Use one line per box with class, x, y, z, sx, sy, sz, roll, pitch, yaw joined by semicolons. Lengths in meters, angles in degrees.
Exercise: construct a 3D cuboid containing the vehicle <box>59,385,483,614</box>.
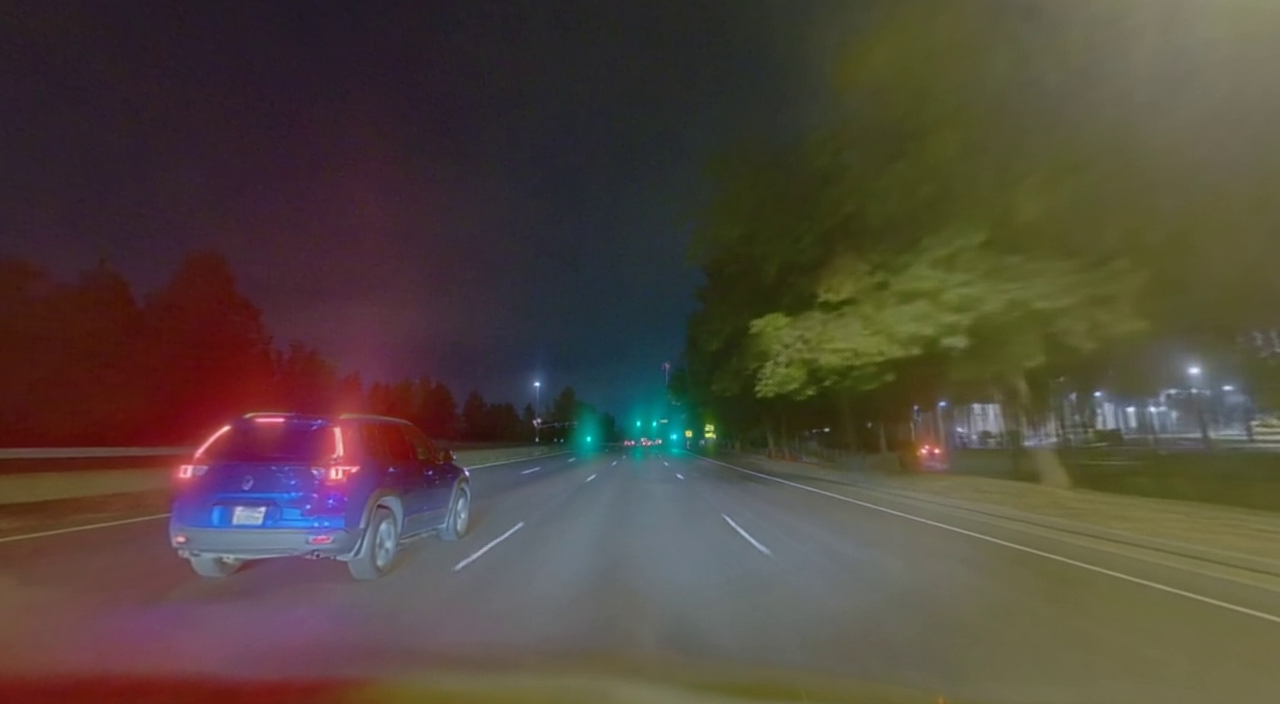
vehicle;-3.350;1.433;7.069;2.033;1.713;4.503;0;-8;0
